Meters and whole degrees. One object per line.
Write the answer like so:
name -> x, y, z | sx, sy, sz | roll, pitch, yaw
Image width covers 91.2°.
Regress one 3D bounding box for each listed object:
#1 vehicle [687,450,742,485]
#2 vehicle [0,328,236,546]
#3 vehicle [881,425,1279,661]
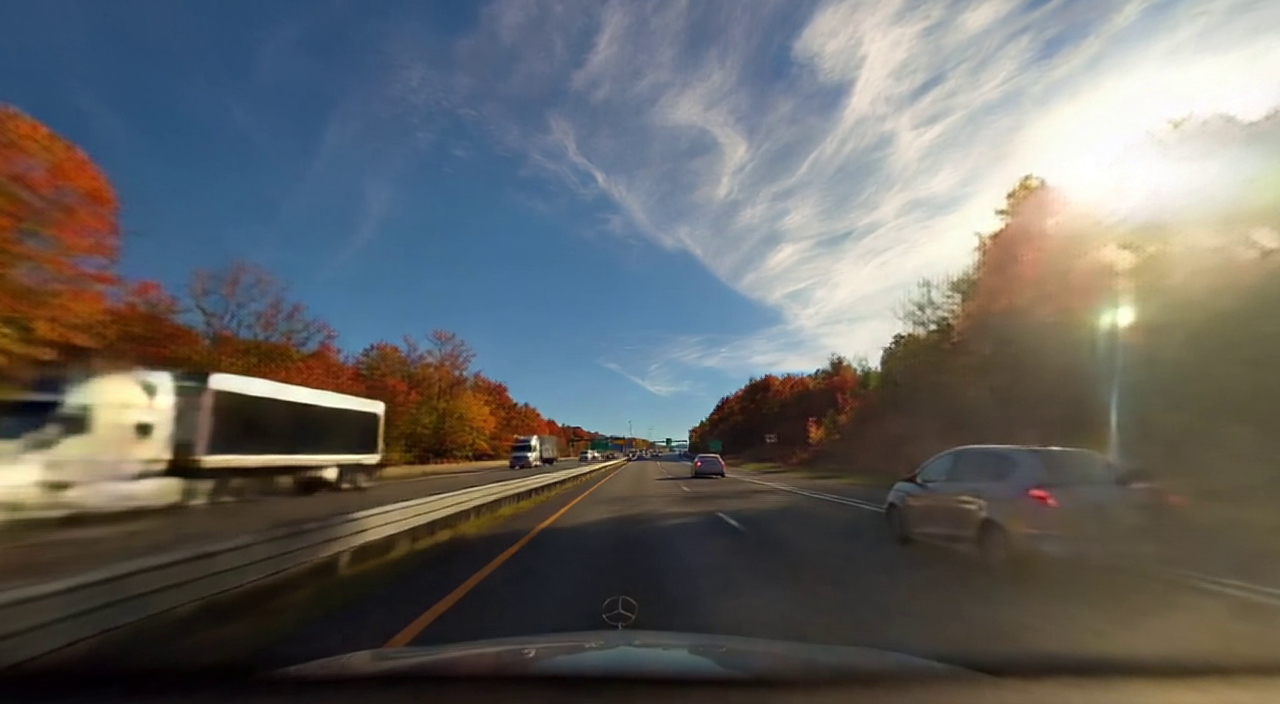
vehicle -> 3.501, 5.518, 30.261 | 2.070, 1.546, 4.648 | 0, -9, 0
vehicle -> -13.335, 2.000, 14.788 | 3.253, 4.062, 6.069 | 0, -9, 1
vehicle -> 4.385, 1.607, 6.371 | 2.119, 1.557, 4.163 | 0, -9, -1
